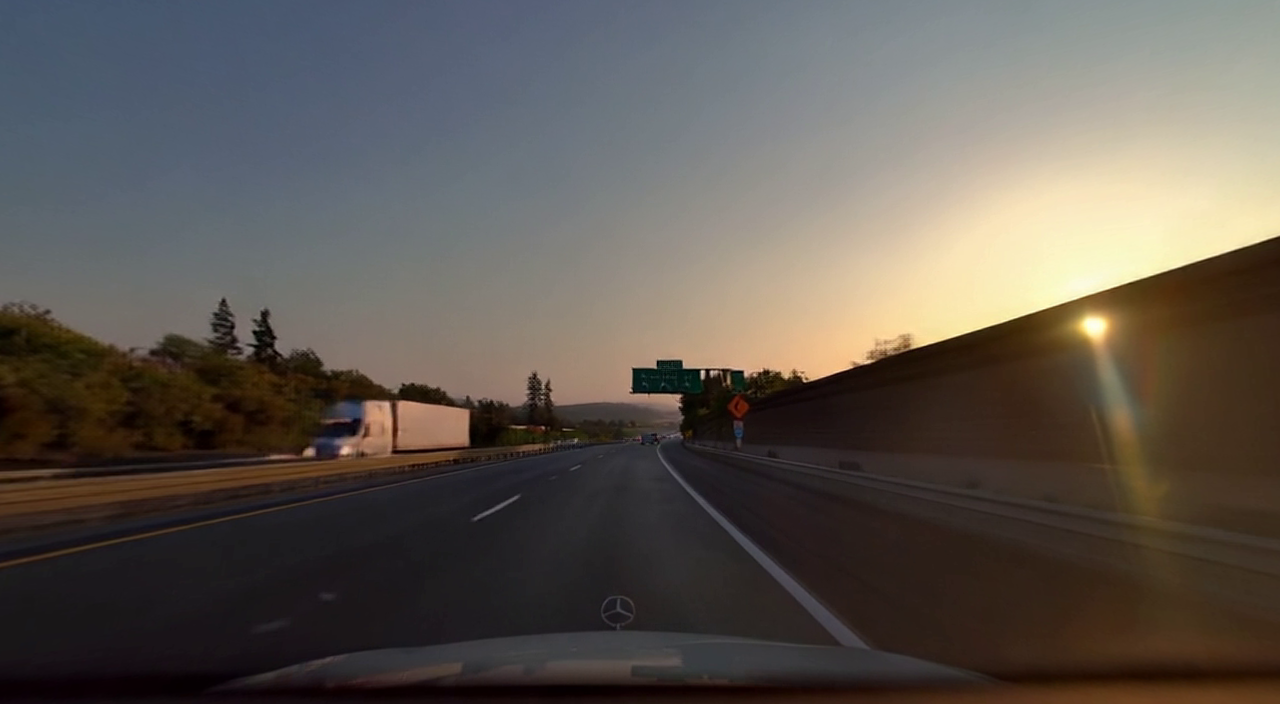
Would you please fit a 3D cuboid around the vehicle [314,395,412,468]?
[{"bbox_3d":[-17.414,5.088,40.070,3.017,4.196,6.536,0,-8,1],"label":"vehicle"}]
